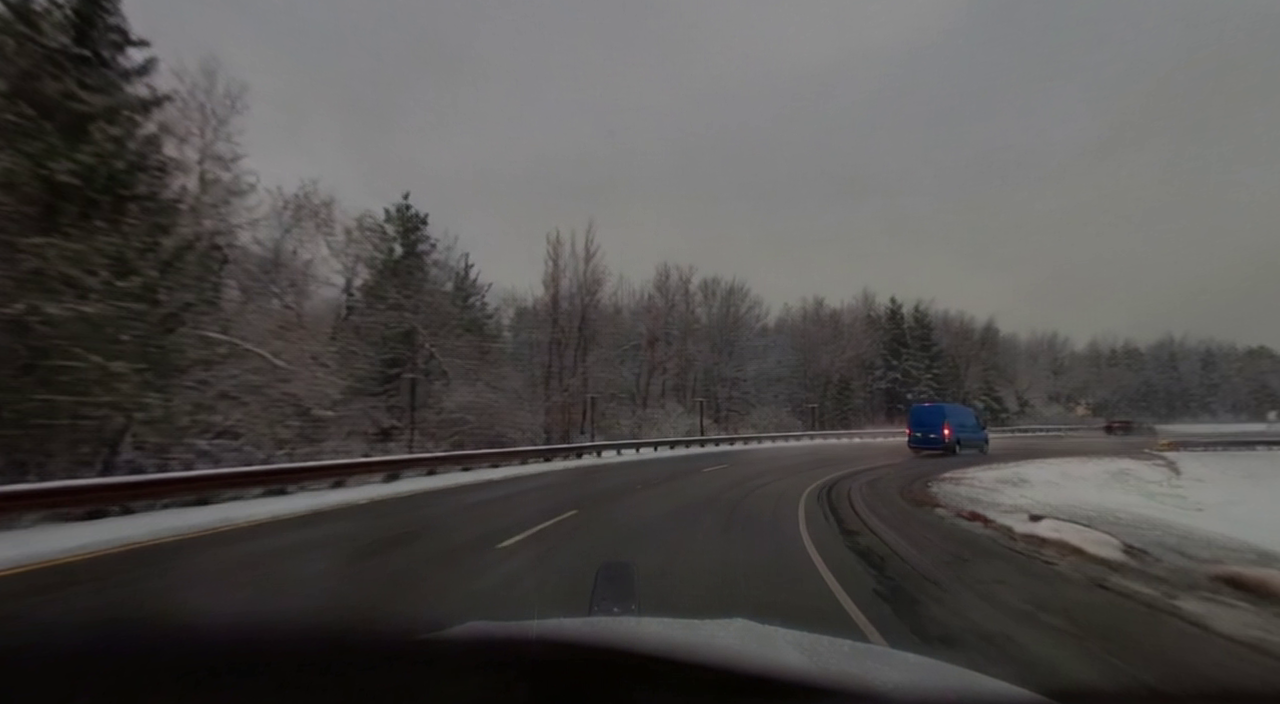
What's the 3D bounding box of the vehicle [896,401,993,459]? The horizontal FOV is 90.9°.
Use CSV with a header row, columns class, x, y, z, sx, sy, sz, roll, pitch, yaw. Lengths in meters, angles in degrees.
class,x,y,z,sx,sy,sz,roll,pitch,yaw
vehicle,14.937,3.821,30.780,5.330,2.577,2.352,7,-11,-43
